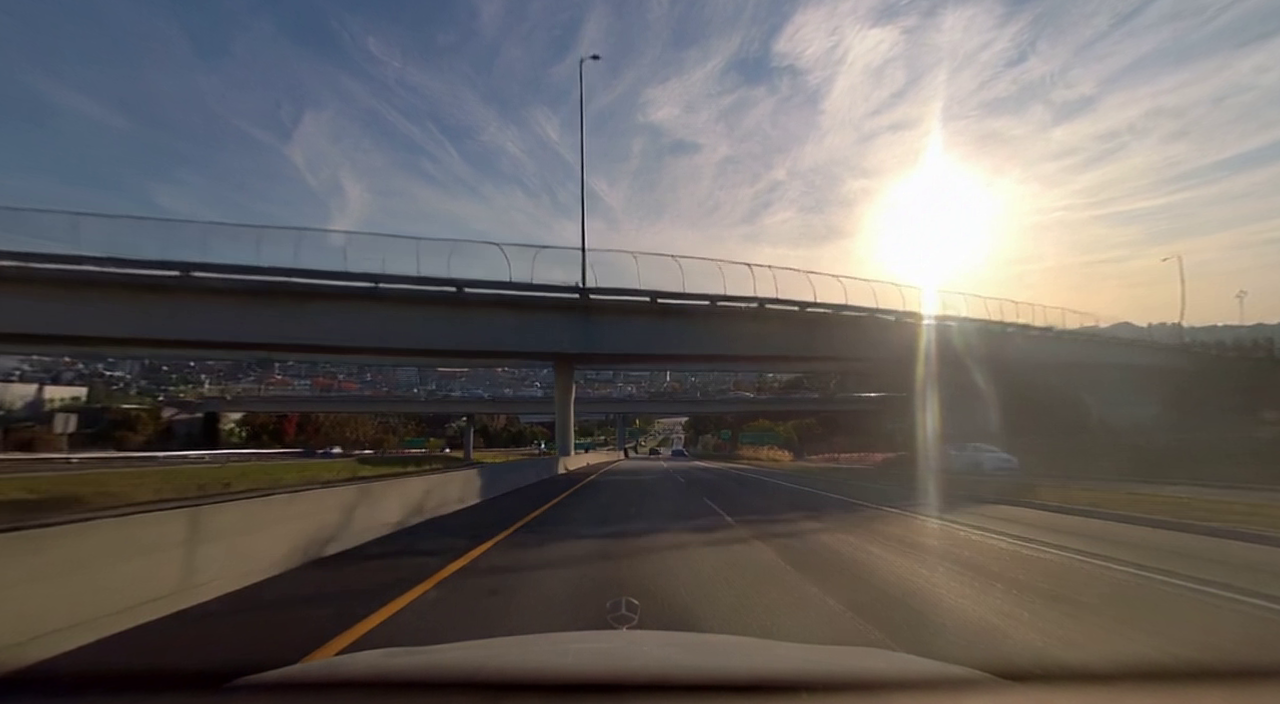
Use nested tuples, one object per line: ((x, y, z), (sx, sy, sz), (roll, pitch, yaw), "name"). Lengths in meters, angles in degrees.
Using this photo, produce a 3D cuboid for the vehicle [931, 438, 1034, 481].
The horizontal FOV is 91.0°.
((13.641, 4.273, 25.382), (1.770, 1.578, 3.997), (0, -8, -2), "vehicle")
